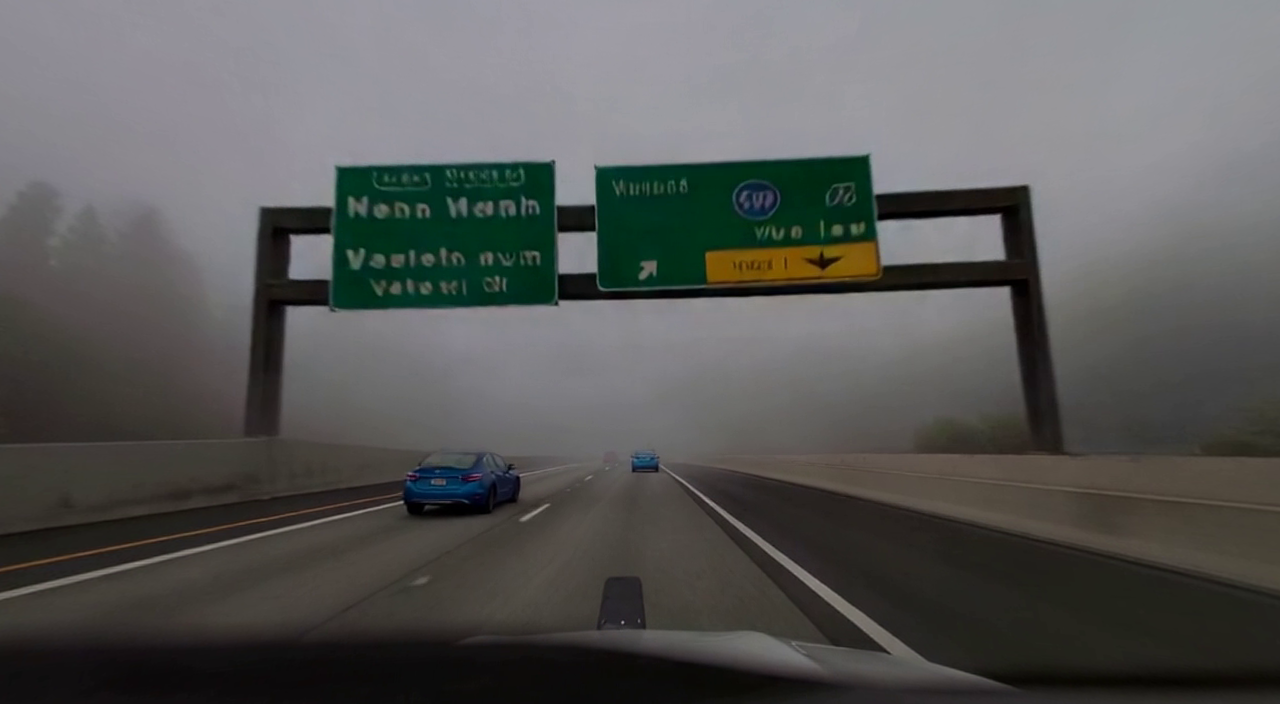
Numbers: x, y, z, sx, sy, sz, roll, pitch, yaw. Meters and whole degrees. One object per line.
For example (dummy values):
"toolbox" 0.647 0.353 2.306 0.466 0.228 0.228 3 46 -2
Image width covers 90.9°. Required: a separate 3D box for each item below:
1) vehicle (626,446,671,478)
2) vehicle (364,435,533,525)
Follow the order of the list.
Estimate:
"vehicle" 0.364 5.230 30.137 2.002 1.449 3.612 0 -9 -1
"vehicle" -3.554 2.470 12.644 2.062 1.474 4.151 0 -9 0
